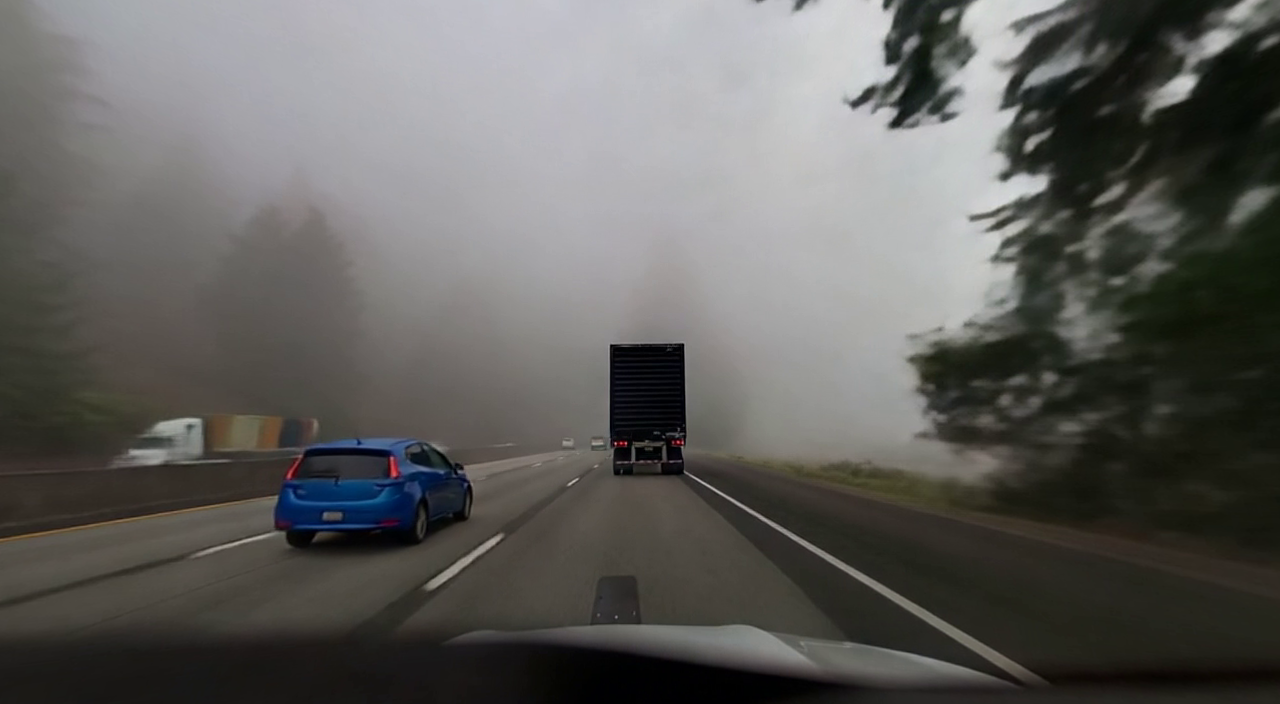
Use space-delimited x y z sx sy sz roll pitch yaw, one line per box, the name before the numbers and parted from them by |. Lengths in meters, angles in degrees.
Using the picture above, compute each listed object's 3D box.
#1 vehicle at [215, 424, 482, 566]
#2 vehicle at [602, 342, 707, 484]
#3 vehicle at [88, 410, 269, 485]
vehicle | -3.746 1.881 9.104 1.854 1.530 4.268 0 -8 -1
vehicle | 0.350 2.550 23.985 3.073 4.196 10.546 0 -8 -1
vehicle | -24.105 5.064 33.746 3.264 3.462 8.454 0 -8 0
